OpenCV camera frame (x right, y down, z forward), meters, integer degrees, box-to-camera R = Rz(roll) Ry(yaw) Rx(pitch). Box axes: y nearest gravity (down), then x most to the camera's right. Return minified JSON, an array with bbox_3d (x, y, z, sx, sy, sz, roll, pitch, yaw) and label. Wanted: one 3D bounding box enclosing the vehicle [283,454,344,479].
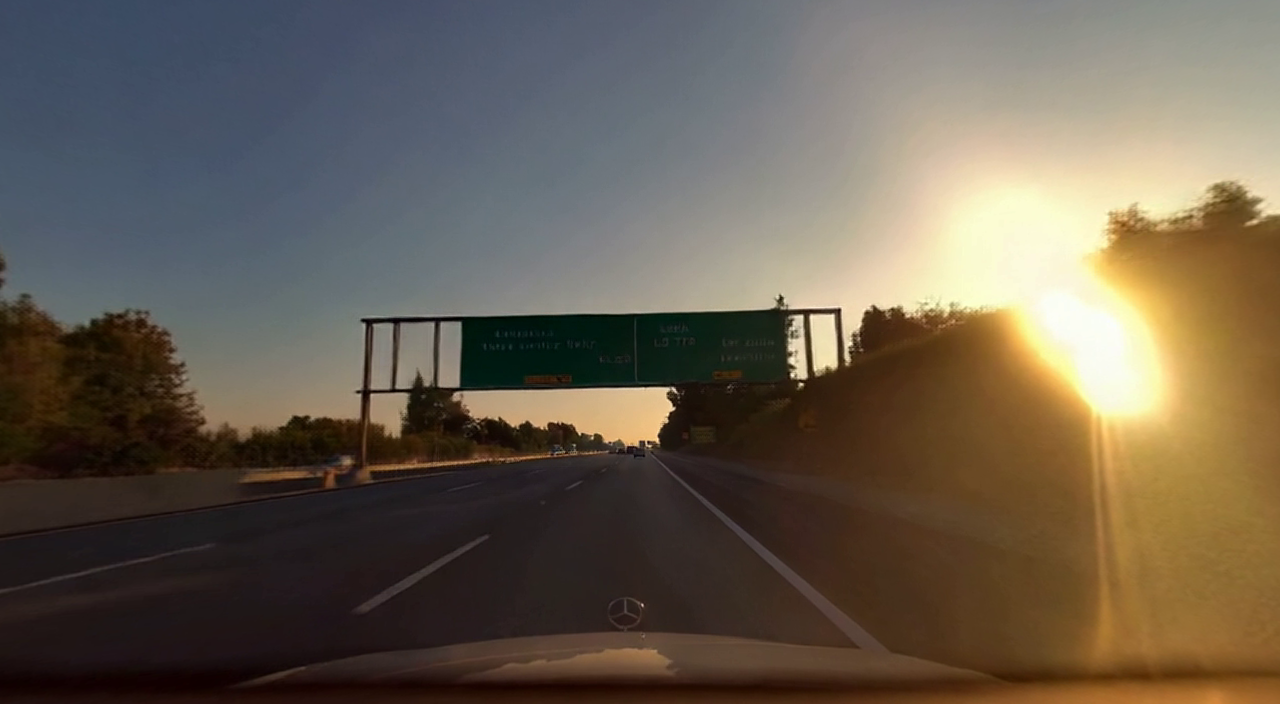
[{"bbox_3d":[-21.011,7.369,40.801,1.776,1.443,4.091,0,-9,0],"label":"vehicle"}]
